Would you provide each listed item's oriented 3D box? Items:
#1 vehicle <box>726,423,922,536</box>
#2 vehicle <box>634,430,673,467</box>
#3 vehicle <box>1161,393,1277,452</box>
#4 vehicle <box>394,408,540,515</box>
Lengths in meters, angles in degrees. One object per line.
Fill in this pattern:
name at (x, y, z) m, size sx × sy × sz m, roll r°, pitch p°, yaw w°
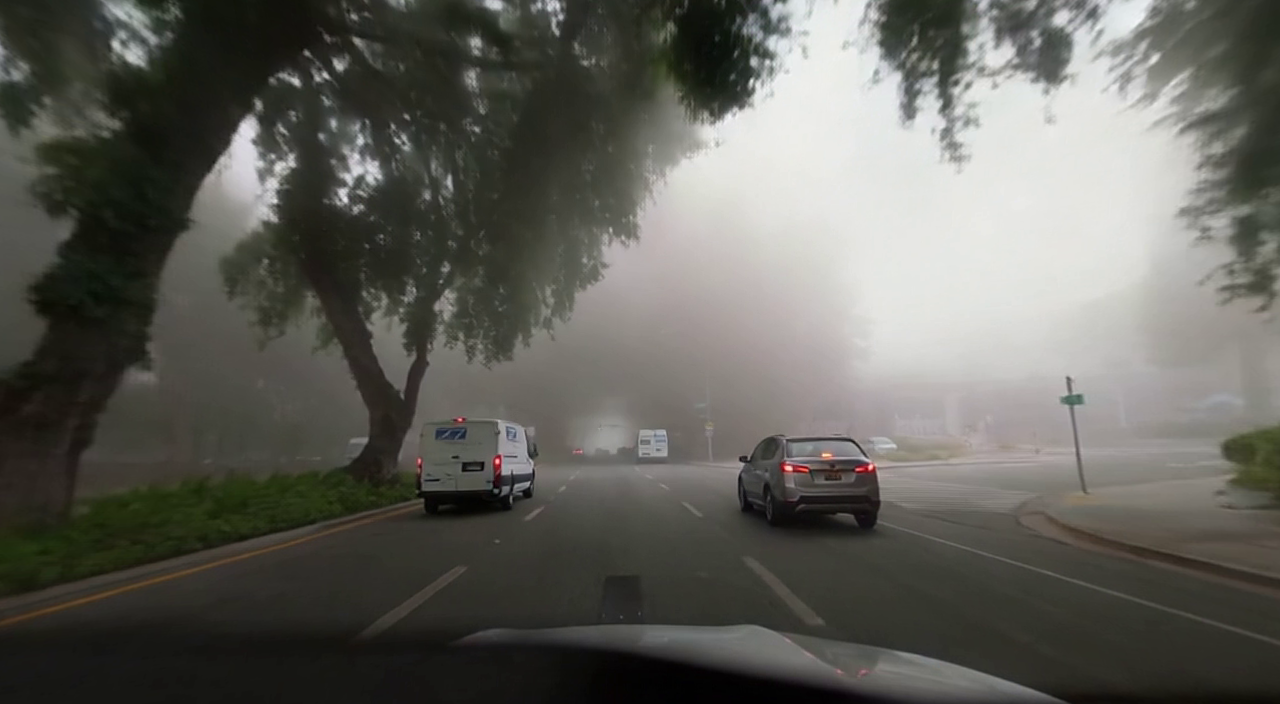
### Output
vehicle at (3.048, 2.240, 11.722) m, size 2.087 × 1.658 × 4.612 m, roll 0°, pitch -9°, yaw -2°
vehicle at (0.936, 7.147, 47.003) m, size 2.397 × 2.566 × 5.324 m, roll 0°, pitch -9°, yaw -4°
vehicle at (39.049, 4.892, 42.414) m, size 10.876 × 3.559 × 3.014 m, roll 6°, pitch -11°, yaw -34°
vehicle at (-4.002, 2.652, 15.623) m, size 2.420 × 2.227 × 4.499 m, roll 0°, pitch -9°, yaw -1°
